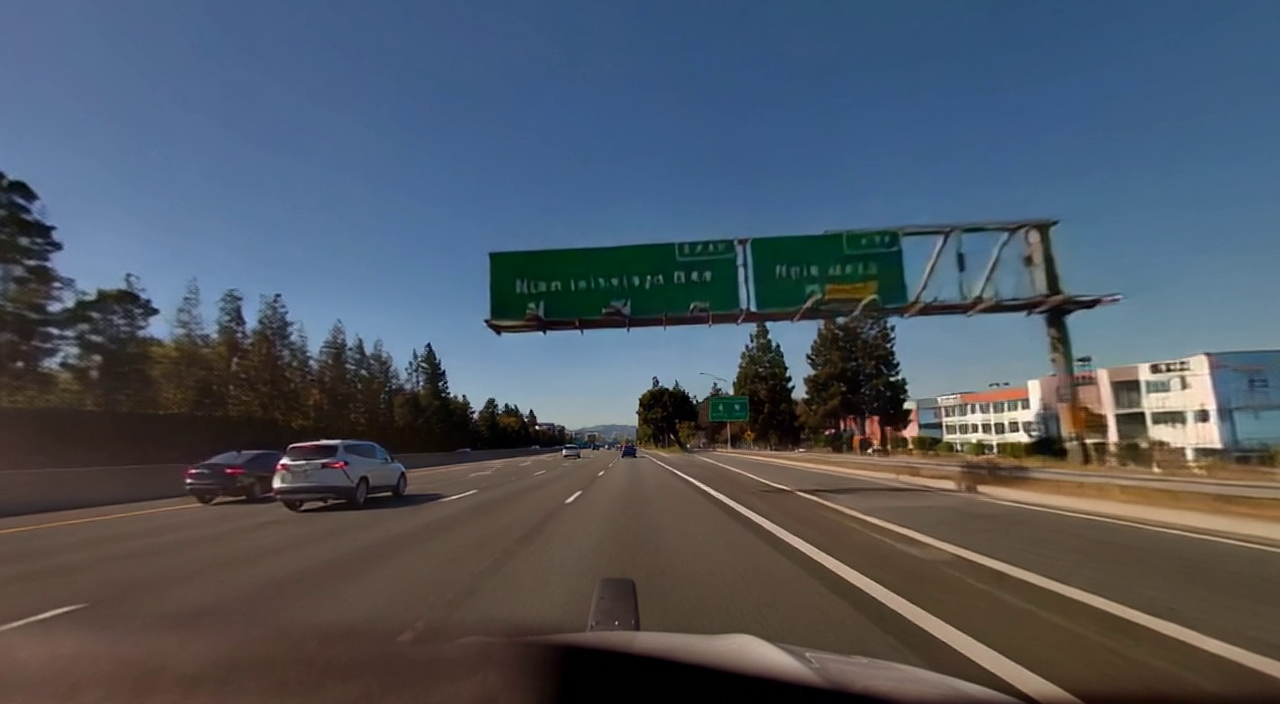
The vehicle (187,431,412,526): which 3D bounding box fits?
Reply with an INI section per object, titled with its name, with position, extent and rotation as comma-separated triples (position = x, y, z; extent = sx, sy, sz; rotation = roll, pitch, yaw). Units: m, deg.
[vehicle]
position = -6.708, 2.526, 13.256
extent = 2.016, 1.606, 4.806
rotation = 0, -9, 0
